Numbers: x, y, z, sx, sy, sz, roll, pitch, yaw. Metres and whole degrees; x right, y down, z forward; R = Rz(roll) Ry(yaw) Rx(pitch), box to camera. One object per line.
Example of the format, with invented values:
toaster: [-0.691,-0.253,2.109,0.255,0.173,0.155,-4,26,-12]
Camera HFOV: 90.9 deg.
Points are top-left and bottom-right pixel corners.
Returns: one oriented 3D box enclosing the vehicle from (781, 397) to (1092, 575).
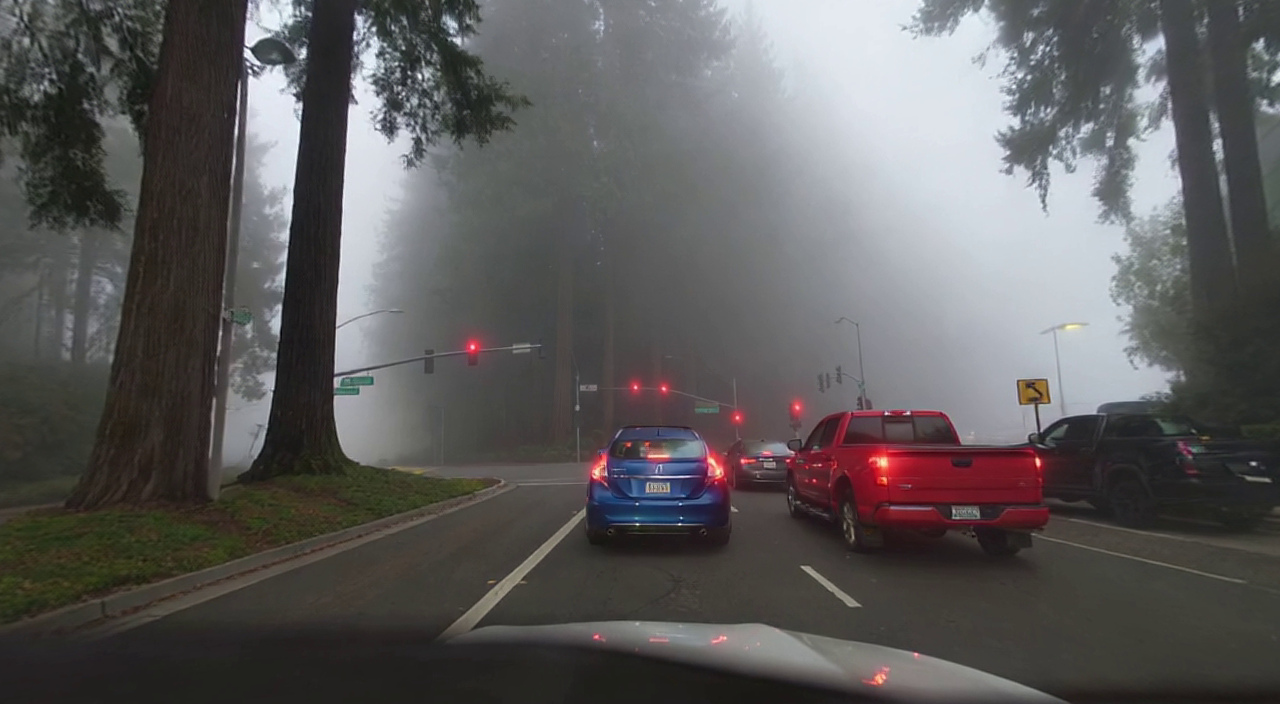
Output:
vehicle: [3.386,1.628,8.382,2.099,1.725,4.290,0,-8,1]

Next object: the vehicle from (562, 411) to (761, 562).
vehicle: [0.243,1.772,8.981,2.168,1.641,4.039,0,-8,0]
